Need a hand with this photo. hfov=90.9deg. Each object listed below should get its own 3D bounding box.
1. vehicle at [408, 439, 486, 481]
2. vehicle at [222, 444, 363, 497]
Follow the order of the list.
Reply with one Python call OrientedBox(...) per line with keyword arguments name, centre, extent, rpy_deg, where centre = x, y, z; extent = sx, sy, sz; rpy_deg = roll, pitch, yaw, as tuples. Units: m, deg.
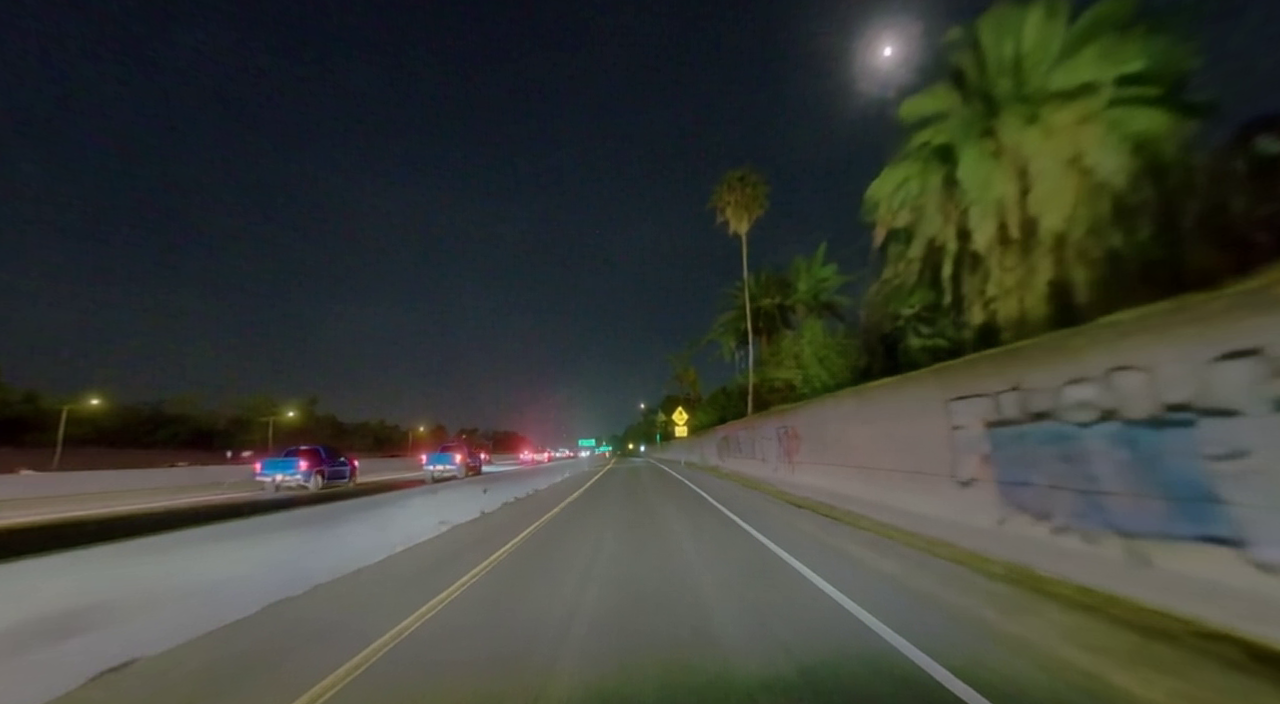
OrientedBox(name="vehicle", centre=(-10.057, 5.682, 33.471), extent=(2.342, 1.999, 5.594), rpy_deg=(0, -9, 0))
OrientedBox(name="vehicle", centre=(-13.846, 4.702, 25.725), extent=(2.272, 1.882, 5.941), rpy_deg=(0, -9, 1))
